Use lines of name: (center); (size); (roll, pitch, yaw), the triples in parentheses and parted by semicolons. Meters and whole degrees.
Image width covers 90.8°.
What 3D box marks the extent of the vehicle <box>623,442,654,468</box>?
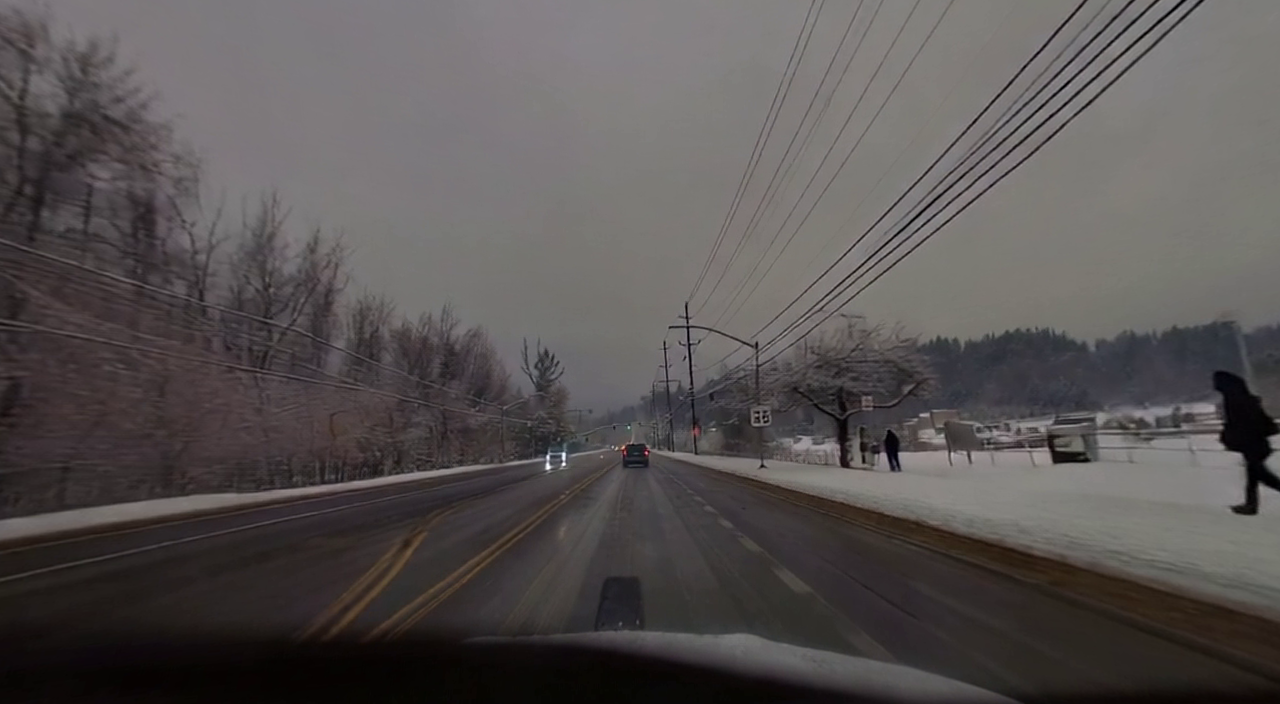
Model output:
vehicle: (-0.124, 7.351, 45.147); (2.163, 1.746, 4.073); (0, -8, -1)
